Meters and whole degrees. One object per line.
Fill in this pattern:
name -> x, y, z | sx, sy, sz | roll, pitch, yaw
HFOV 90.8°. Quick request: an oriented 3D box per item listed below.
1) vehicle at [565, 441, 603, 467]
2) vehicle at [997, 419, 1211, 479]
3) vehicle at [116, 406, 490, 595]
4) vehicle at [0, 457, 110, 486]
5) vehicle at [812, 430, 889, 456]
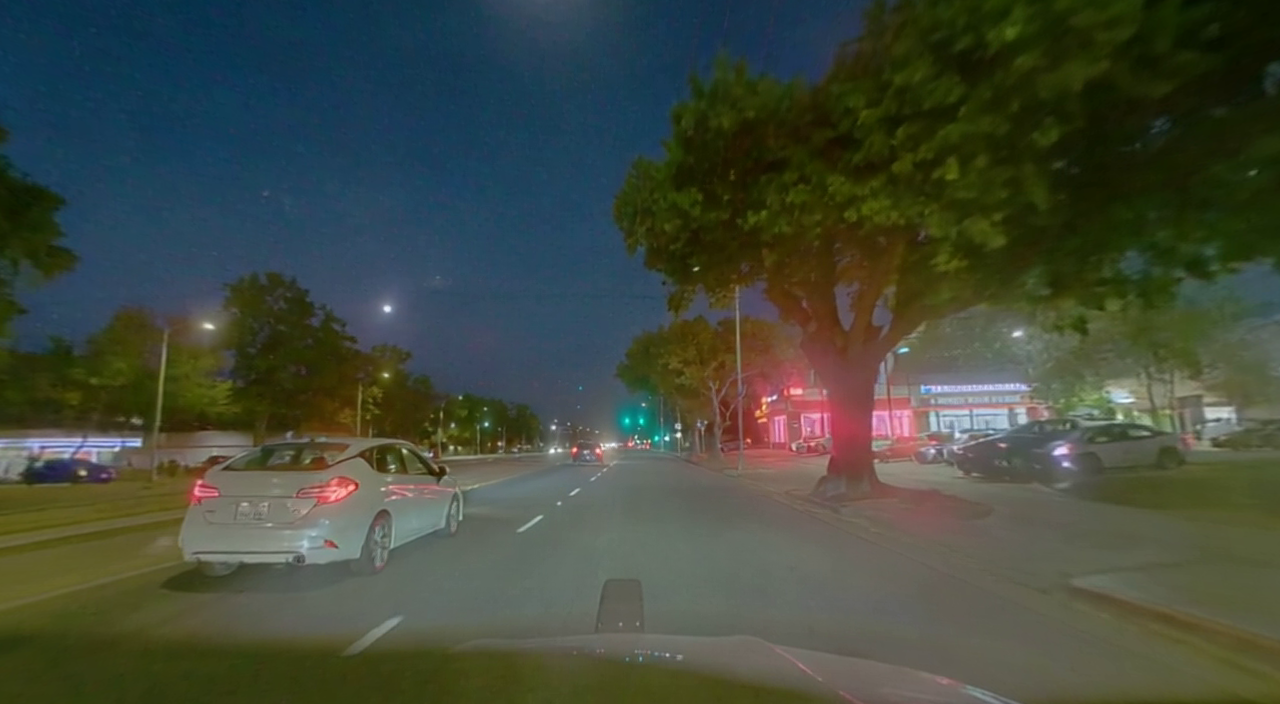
vehicle -> -3.363, 6.214, 38.573 | 1.955, 1.461, 4.396 | 0, -9, 0
vehicle -> 13.381, 2.834, 18.447 | 4.697, 1.518, 1.990 | -1, -9, -3
vehicle -> -3.533, 1.660, 7.929 | 2.126, 1.655, 4.560 | 0, -9, 0
vehicle -> -34.258, 6.976, 37.131 | 1.921, 1.506, 5.032 | 0, -9, -2
vehicle -> 13.376, 5.813, 40.321 | 4.165, 1.650, 1.946 | 0, -9, -2
